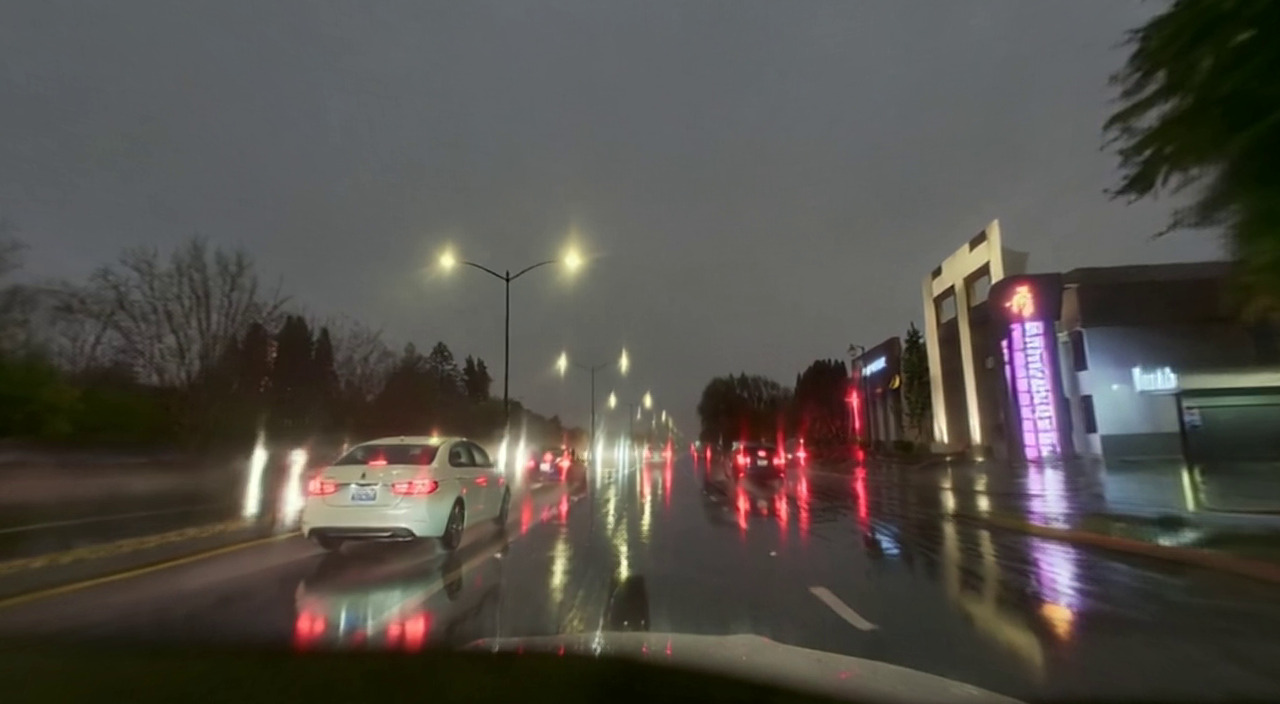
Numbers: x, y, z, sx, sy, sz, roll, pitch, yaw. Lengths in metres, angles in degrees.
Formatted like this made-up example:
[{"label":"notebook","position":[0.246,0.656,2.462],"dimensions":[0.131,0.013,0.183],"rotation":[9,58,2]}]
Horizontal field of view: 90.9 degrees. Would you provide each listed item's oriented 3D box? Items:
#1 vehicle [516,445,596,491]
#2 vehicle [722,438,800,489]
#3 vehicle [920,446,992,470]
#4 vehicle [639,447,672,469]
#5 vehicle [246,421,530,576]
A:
[{"label":"vehicle","position":[-2.849,4.029,22.289],"dimensions":[1.980,1.454,4.226],"rotation":[-1,-9,4]},{"label":"vehicle","position":[4.346,4.073,23.294],"dimensions":[2.103,1.699,4.171],"rotation":[0,-9,1]},{"label":"vehicle","position":[18.589,6.232,37.121],"dimensions":[3.368,1.389,1.595],"rotation":[1,-9,-9]},{"label":"vehicle","position":[1.116,7.285,43.493],"dimensions":[2.164,1.477,3.988],"rotation":[0,-9,2]},{"label":"vehicle","position":[-2.972,1.844,8.739],"dimensions":[2.118,1.568,4.436],"rotation":[0,-9,0]}]
